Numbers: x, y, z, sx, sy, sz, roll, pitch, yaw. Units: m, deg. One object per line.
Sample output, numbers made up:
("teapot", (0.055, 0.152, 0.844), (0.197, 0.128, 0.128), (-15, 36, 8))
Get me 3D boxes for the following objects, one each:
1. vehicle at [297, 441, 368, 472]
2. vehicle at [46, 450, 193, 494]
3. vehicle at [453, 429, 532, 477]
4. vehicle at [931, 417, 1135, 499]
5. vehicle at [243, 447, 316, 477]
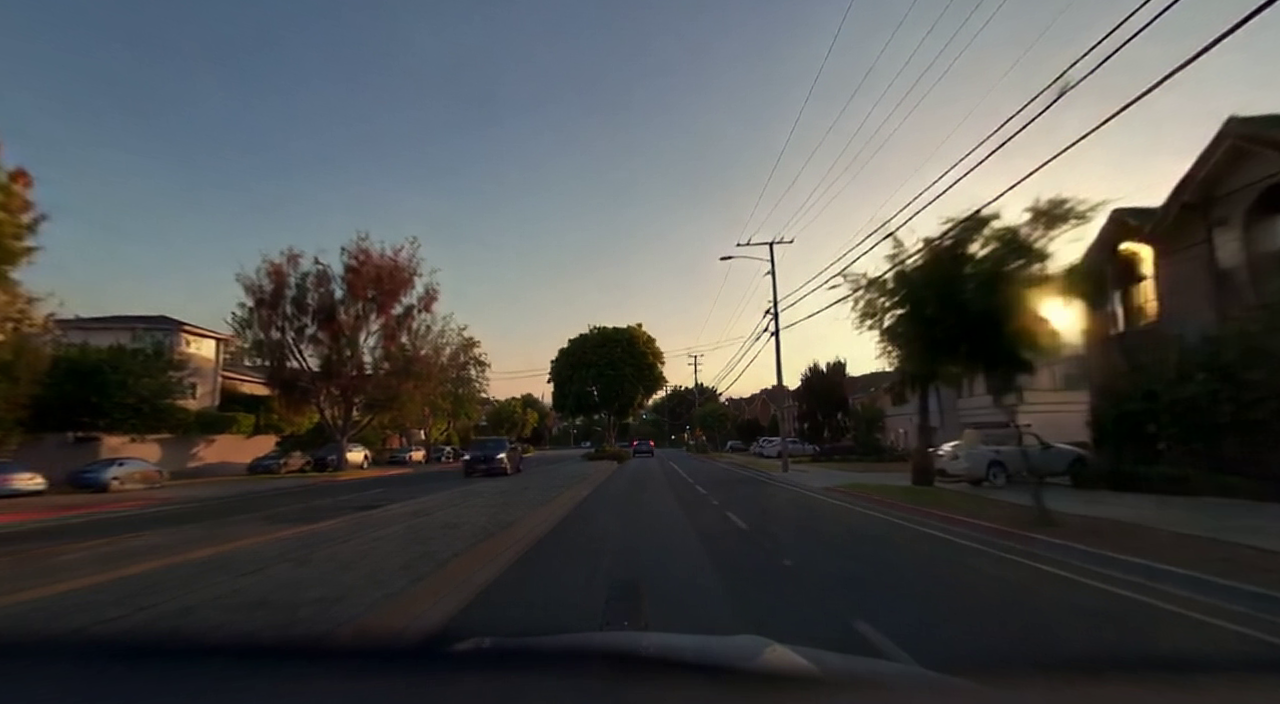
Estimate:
("vehicle", (-20.218, 6.891, 41.692), (2.047, 1.898, 5.032), (0, -8, 1))
("vehicle", (-20.496, 4.708, 25.137), (1.812, 1.501, 4.632), (0, -8, 1))
("vehicle", (-6.429, 4.463, 28.095), (2.273, 1.952, 4.599), (0, -8, 2))
("vehicle", (11.284, 3.096, 18.756), (2.392, 2.063, 5.213), (1, -8, -5))
("vehicle", (-20.176, 6.159, 35.472), (1.764, 1.570, 3.910), (0, -8, 0))
